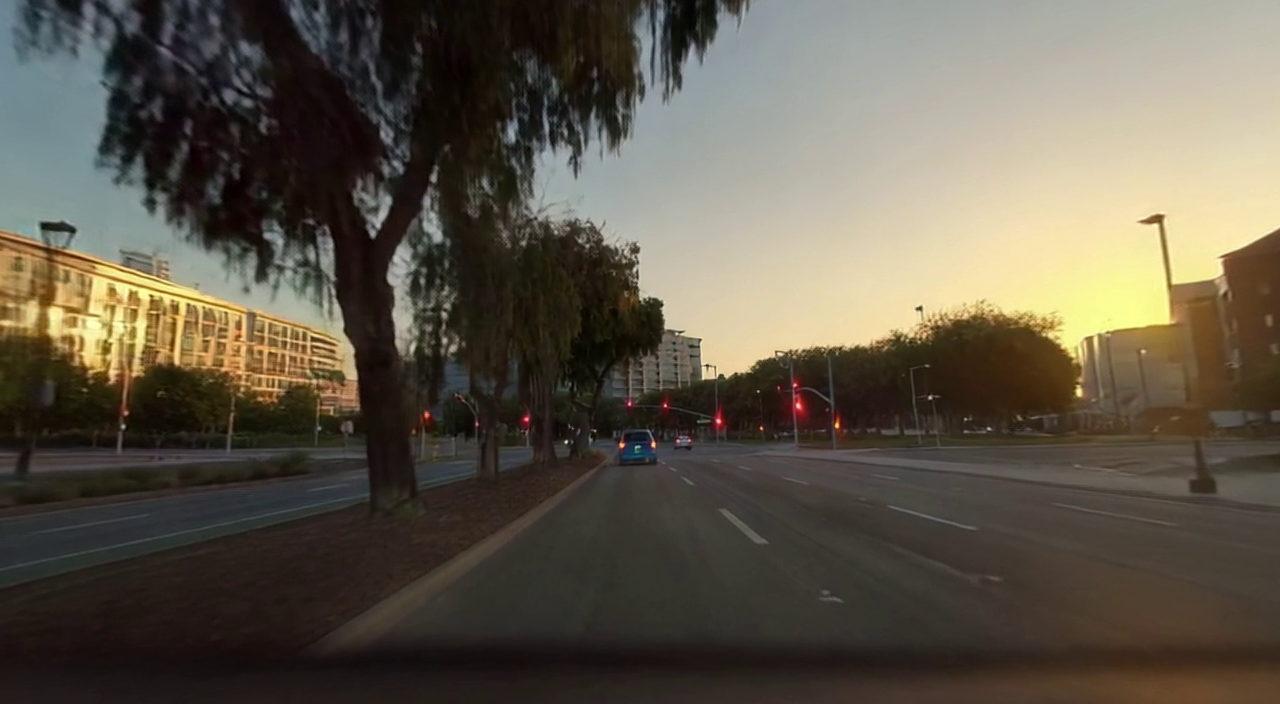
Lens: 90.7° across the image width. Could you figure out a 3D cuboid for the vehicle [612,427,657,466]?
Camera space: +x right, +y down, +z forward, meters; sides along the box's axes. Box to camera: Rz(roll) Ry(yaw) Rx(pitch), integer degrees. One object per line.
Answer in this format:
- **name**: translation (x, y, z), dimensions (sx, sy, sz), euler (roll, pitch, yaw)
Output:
- **vehicle**: translation (-0.299, 5.074, 34.017), dimensions (2.267, 1.926, 4.708), euler (0, -9, -1)
